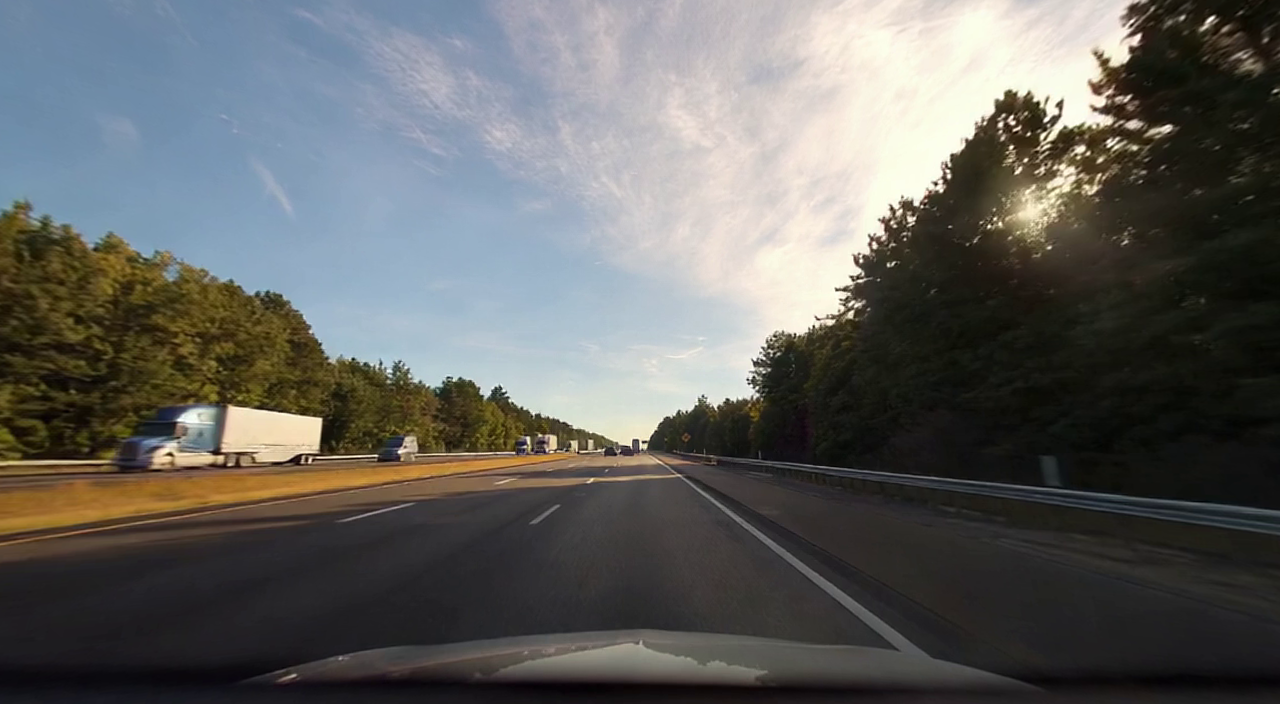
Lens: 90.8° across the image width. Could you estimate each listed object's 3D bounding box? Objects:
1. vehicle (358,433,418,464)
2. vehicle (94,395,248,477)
[{"bbox_3d":[-18.989,7.317,47.860,2.371,2.191,5.138,0,-9,0],"label":"vehicle"},{"bbox_3d":[-23.659,4.350,32.355,2.978,3.770,6.115,0,-9,0],"label":"vehicle"}]
